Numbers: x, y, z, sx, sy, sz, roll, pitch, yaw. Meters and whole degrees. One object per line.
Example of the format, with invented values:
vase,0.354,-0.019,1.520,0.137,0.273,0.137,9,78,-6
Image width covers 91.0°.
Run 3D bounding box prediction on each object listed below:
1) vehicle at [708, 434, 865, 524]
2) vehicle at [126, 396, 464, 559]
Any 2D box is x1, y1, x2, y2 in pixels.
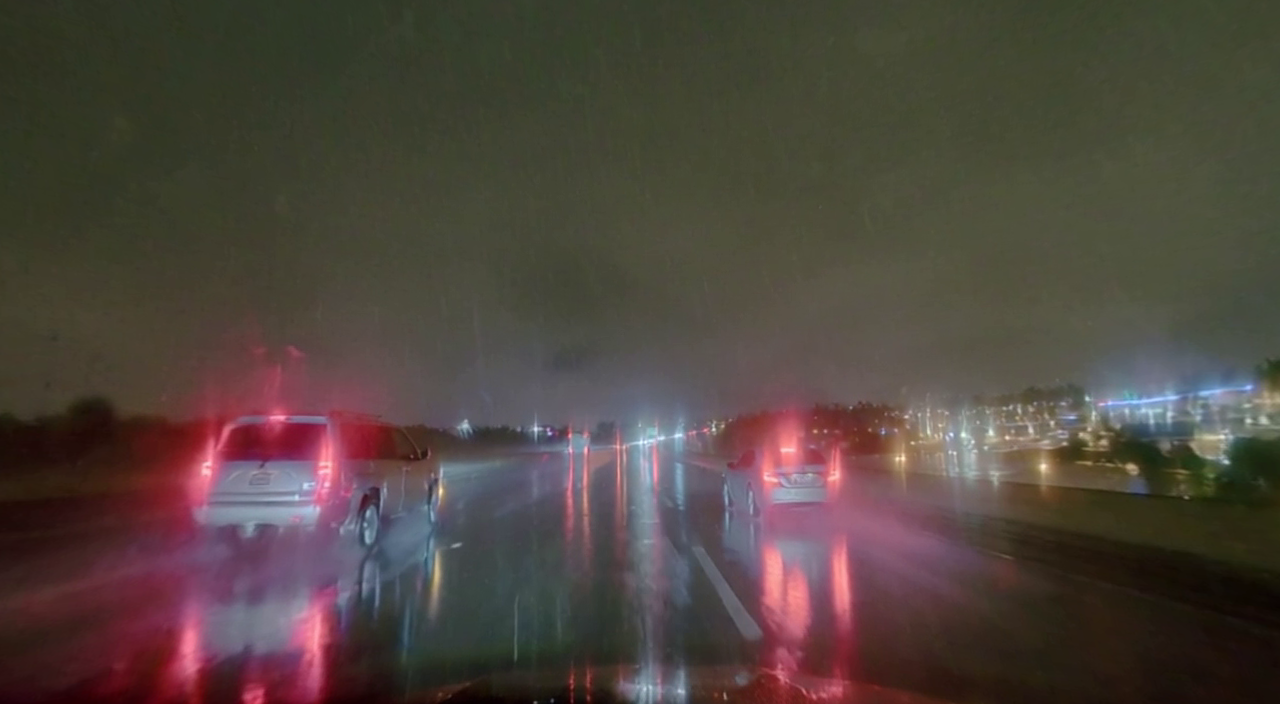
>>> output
vehicle,2.794,2.568,13.328,2.047,1.532,4.884,1,-9,-1
vehicle,-4.773,1.876,10.125,2.285,1.853,5.564,0,-9,0
